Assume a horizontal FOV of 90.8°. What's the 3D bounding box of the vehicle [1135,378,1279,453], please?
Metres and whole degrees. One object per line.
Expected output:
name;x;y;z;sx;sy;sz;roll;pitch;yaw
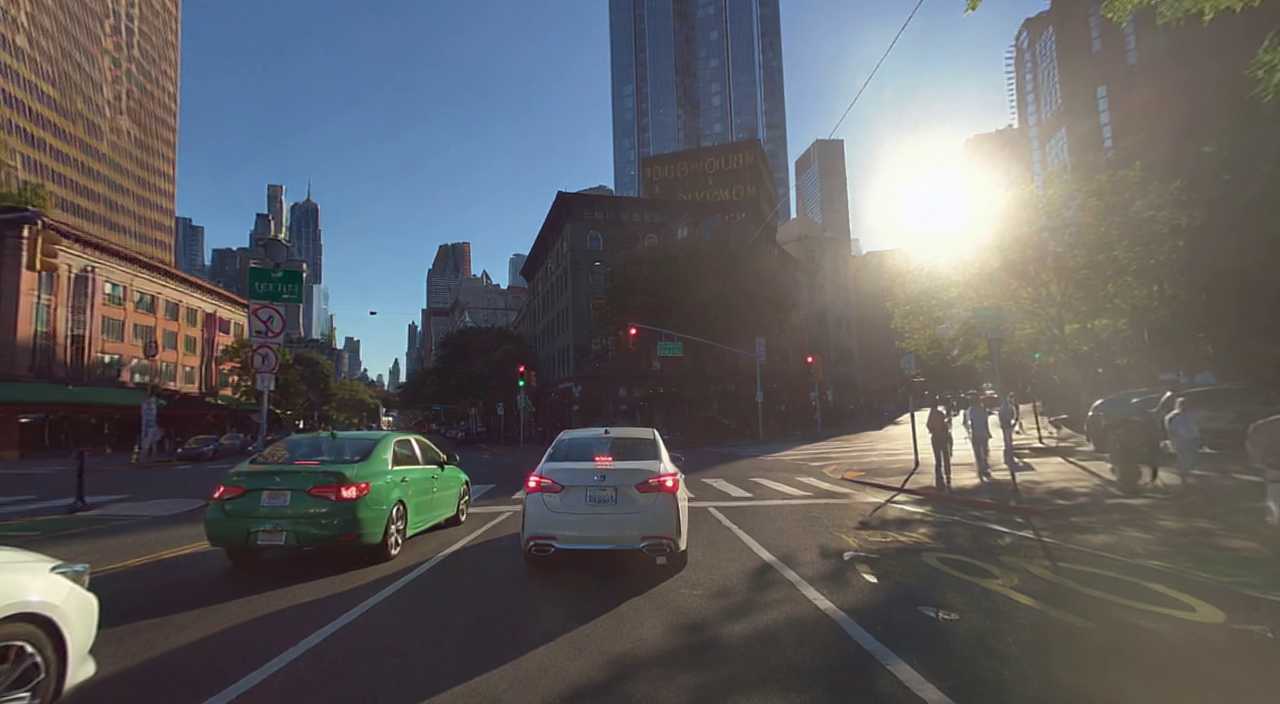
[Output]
vehicle;21.625;2.362;22.882;5.863;2.493;2.354;2;-9;-11

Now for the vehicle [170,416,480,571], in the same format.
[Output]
vehicle;-3.693;1.733;8.506;1.934;1.522;4.287;0;-8;0

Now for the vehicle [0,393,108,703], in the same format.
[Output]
vehicle;-3.919;0.704;1.170;1.995;1.524;4.438;0;-8;0

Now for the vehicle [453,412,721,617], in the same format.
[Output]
vehicle;-0.412;1.505;6.742;1.999;1.520;3.896;0;-8;-1
